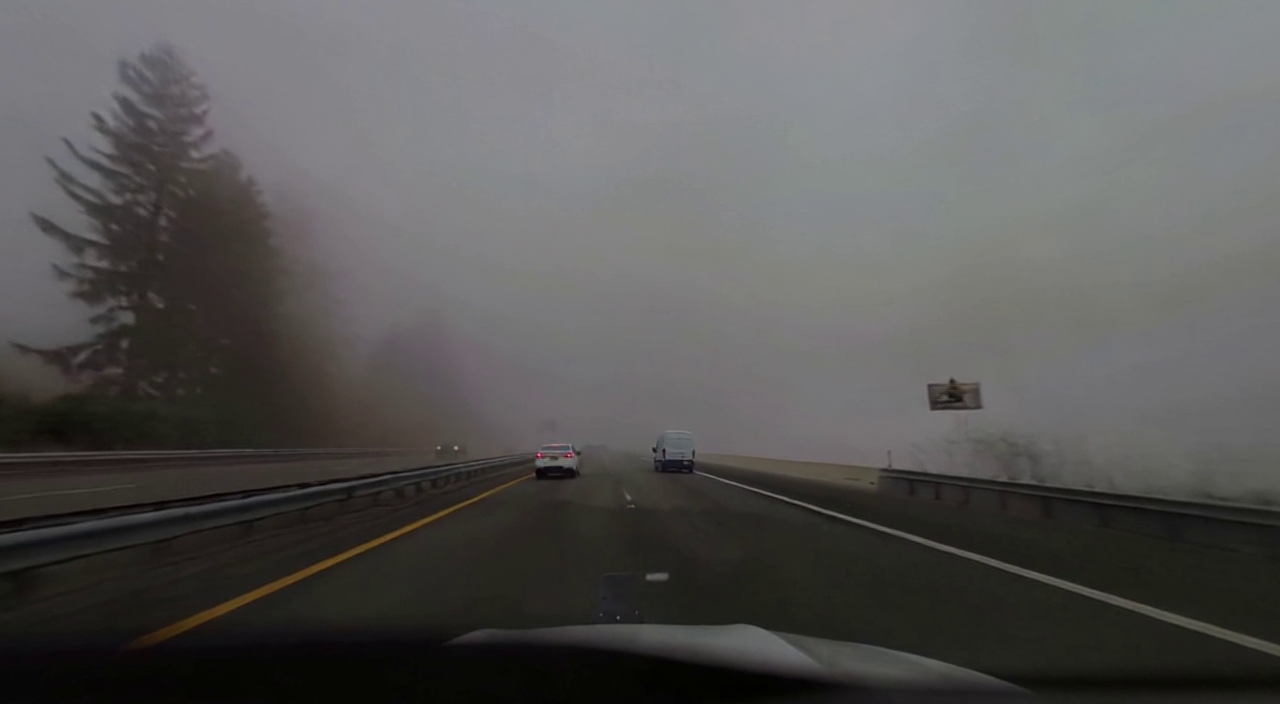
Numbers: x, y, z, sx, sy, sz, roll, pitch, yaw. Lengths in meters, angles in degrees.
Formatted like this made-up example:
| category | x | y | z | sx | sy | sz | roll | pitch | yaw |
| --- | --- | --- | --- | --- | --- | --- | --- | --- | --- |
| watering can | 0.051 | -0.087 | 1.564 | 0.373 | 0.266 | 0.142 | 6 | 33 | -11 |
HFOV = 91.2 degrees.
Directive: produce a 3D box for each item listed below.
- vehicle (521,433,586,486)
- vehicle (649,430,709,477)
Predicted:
| category | x | y | z | sx | sy | sz | roll | pitch | yaw |
| --- | --- | --- | --- | --- | --- | --- | --- | --- | --- |
| vehicle | -3.042 | 3.885 | 22.910 | 1.963 | 1.711 | 4.284 | 0 | -9 | -3 |
| vehicle | 1.671 | 4.599 | 28.588 | 2.179 | 1.930 | 4.538 | 0 | -9 | -3 |
